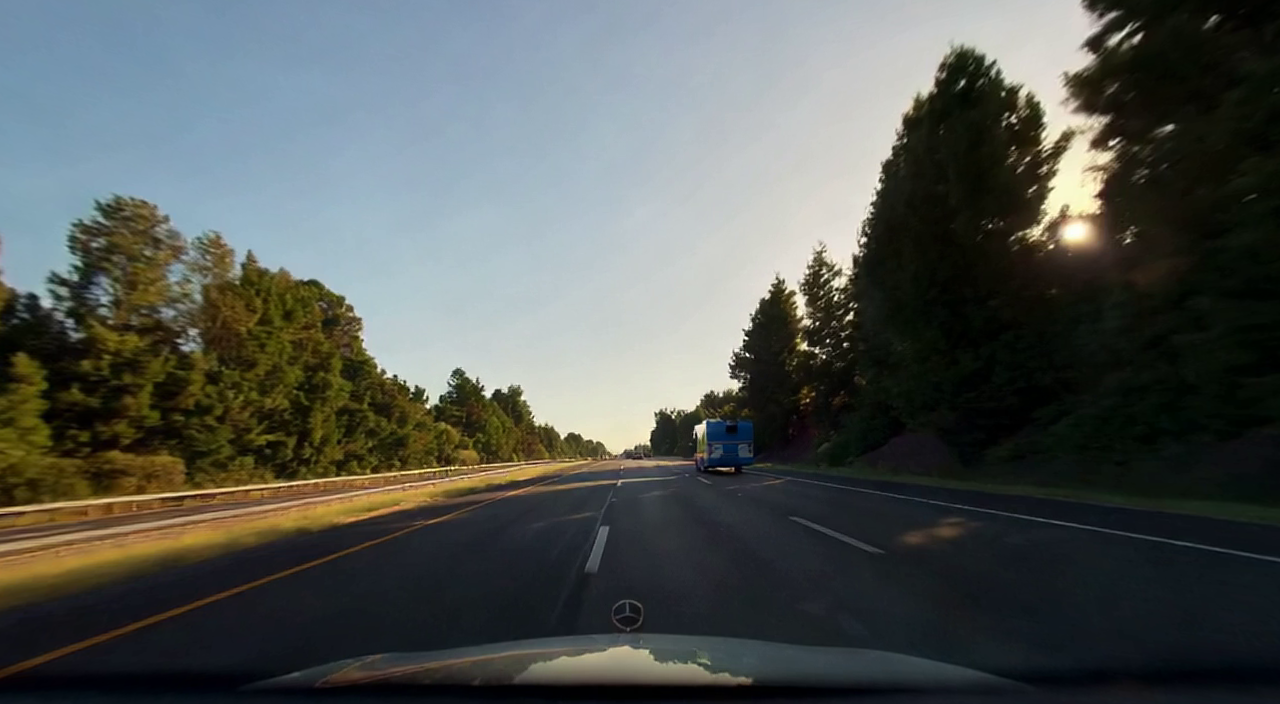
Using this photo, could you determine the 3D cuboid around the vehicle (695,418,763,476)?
[{"bbox_3d":[4.625,5.130,33.955,2.556,2.763,6.287,0,-9,-2],"label":"vehicle"}]
